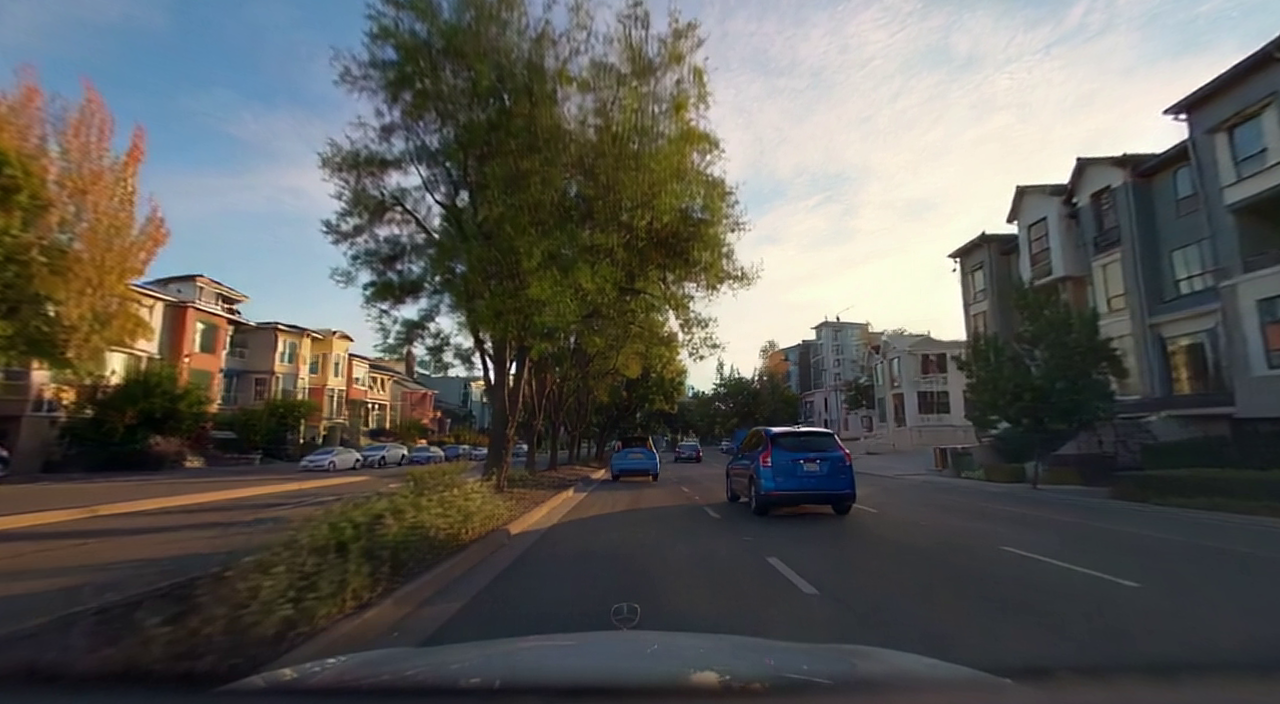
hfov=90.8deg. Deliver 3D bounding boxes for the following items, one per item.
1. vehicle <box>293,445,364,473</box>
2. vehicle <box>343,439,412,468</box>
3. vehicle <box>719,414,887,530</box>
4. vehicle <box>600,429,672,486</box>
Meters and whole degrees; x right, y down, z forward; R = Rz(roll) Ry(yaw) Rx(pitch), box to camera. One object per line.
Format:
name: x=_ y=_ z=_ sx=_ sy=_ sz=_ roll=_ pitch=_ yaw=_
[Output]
vehicle: x=-18.578 y=6.418 z=37.951 sx=1.954 sy=1.570 sz=4.828 roll=1 pitch=-10 yaw=-2
vehicle: x=-18.325 y=7.159 z=44.387 sx=2.195 sy=1.894 sz=5.489 roll=-2 pitch=-10 yaw=3
vehicle: x=2.869 y=2.250 z=12.314 sx=2.033 sy=1.823 sz=4.409 roll=0 pitch=-9 yaw=-1
vehicle: x=-0.084 y=3.848 z=23.270 sx=2.345 sy=1.841 sz=5.032 roll=0 pitch=-9 yaw=1
